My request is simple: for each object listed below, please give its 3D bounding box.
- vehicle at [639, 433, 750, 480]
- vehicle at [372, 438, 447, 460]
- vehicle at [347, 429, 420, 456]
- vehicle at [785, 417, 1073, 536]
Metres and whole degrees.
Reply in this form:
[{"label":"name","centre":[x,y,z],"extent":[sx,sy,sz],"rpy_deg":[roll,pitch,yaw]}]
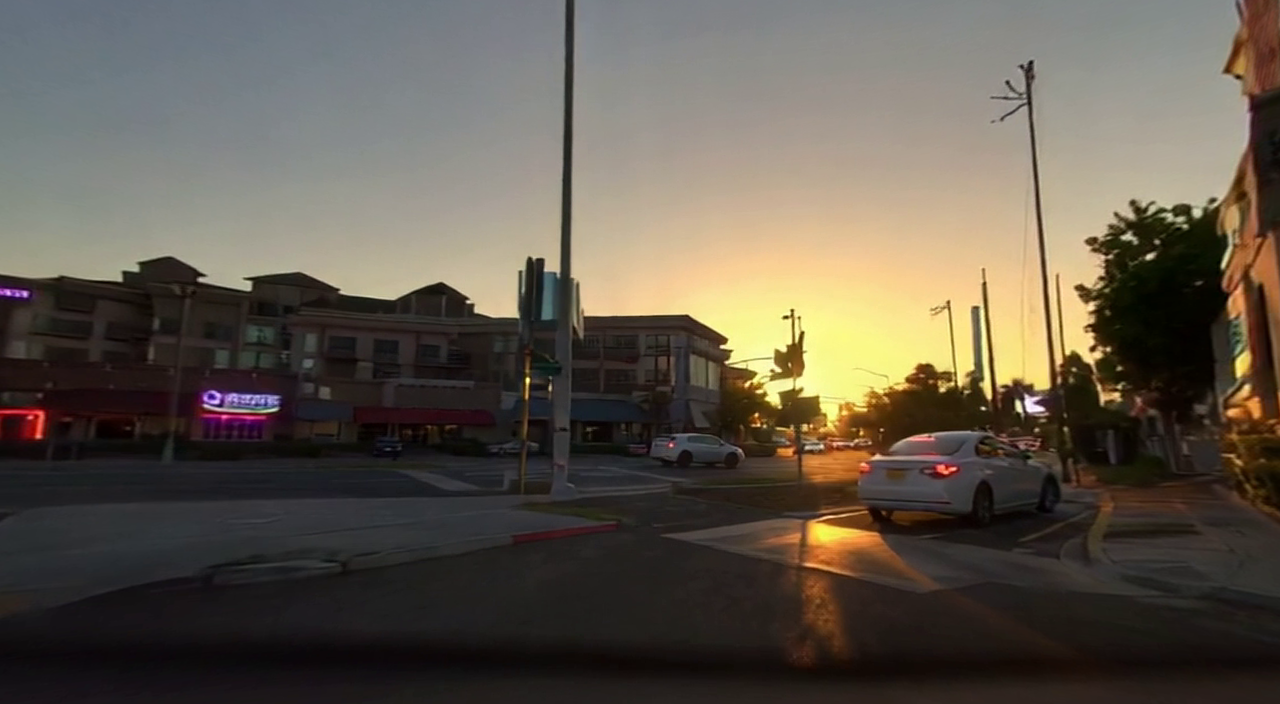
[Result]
[{"label":"vehicle","centre":[2.274,4.281,26.051],"extent":[4.211,1.756,2.158],"rpy_deg":[6,-11,-37]},{"label":"vehicle","centre":[-15.764,6.636,43.236],"extent":[4.411,1.391,1.837],"rpy_deg":[6,-11,-37]},{"label":"vehicle","centre":[-19.197,6.817,47.394],"extent":[4.645,1.890,2.041],"rpy_deg":[6,-11,-36]},{"label":"vehicle","centre":[4.707,2.020,10.821],"extent":[1.870,1.611,3.978],"rpy_deg":[7,-11,-38]}]
